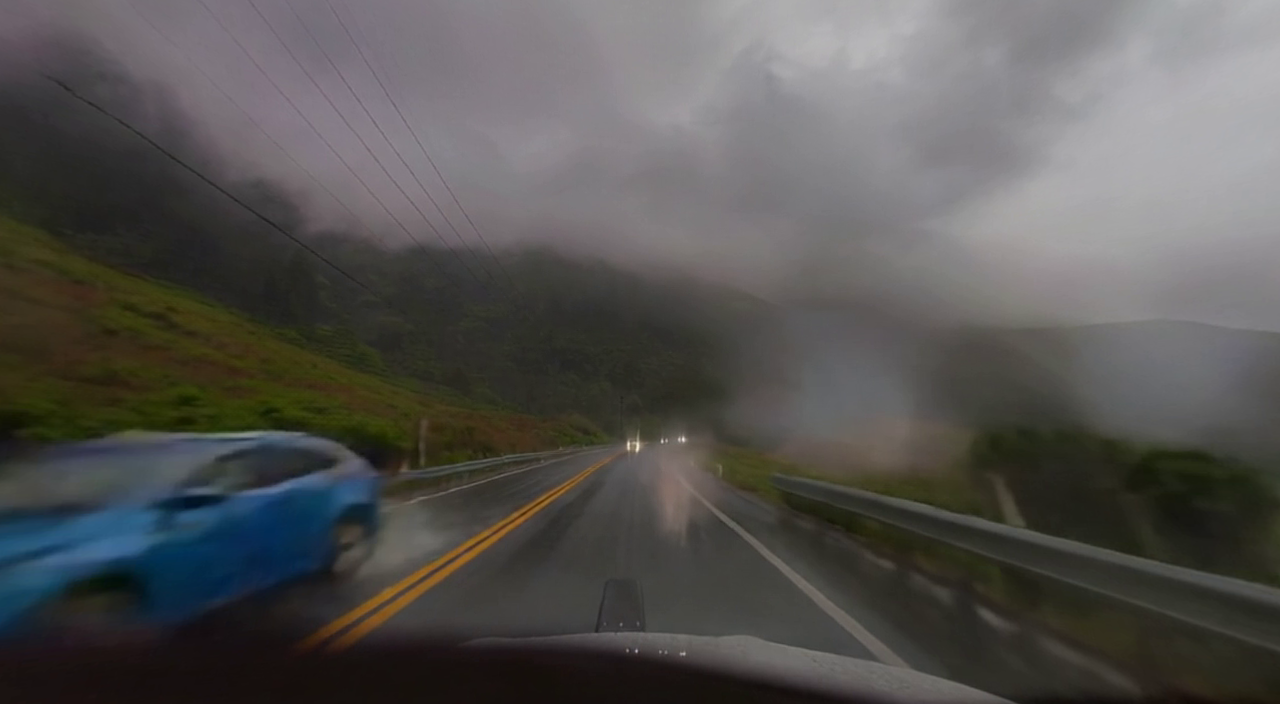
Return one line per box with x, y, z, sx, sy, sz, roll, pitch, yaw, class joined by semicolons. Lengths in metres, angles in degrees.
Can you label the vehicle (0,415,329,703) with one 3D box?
-3.598;1.063;2.887;2.083;1.486;4.446;0;-9;0;vehicle
